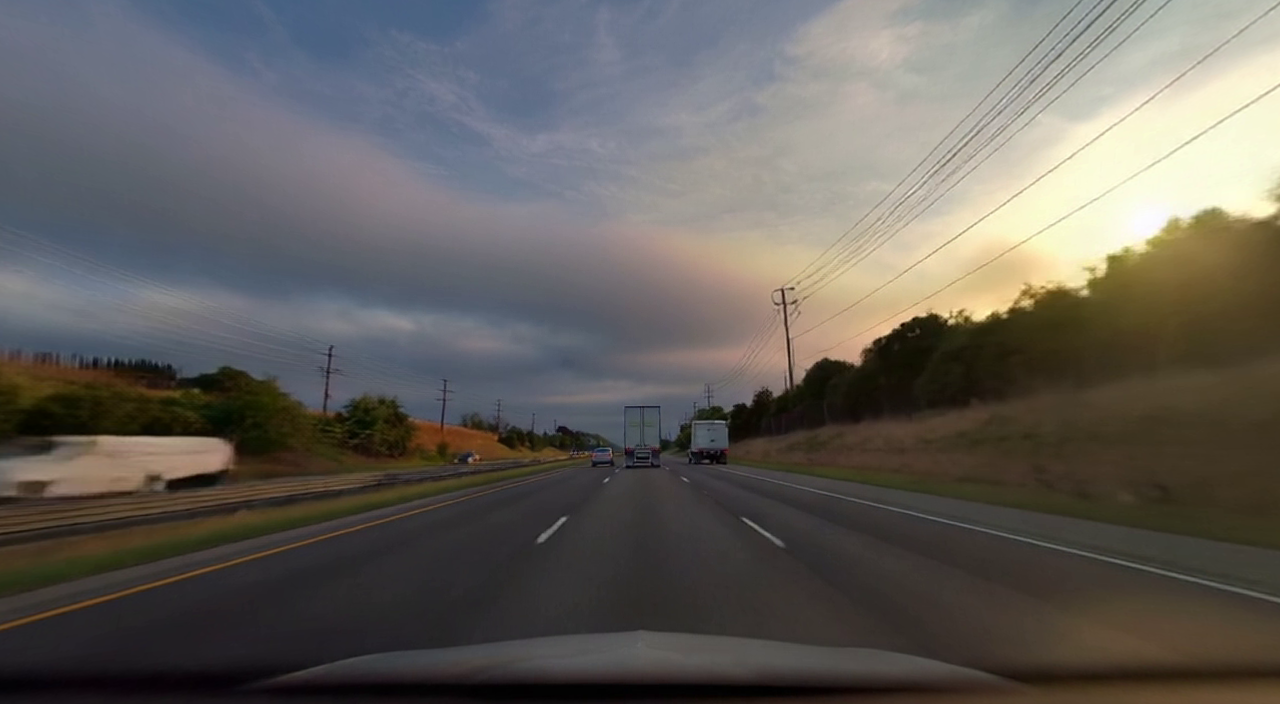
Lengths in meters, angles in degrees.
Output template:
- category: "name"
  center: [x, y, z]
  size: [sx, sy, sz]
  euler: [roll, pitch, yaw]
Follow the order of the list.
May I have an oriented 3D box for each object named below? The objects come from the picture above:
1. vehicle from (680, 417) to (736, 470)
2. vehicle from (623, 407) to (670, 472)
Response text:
- category: "vehicle"
  center: [4.605, 6.513, 44.519]
  size: [2.938, 3.378, 8.820]
  euler: [0, -9, 0]
- category: "vehicle"
  center: [0.389, 6.632, 46.895]
  size: [2.997, 4.076, 13.224]
  euler: [0, -9, 0]
